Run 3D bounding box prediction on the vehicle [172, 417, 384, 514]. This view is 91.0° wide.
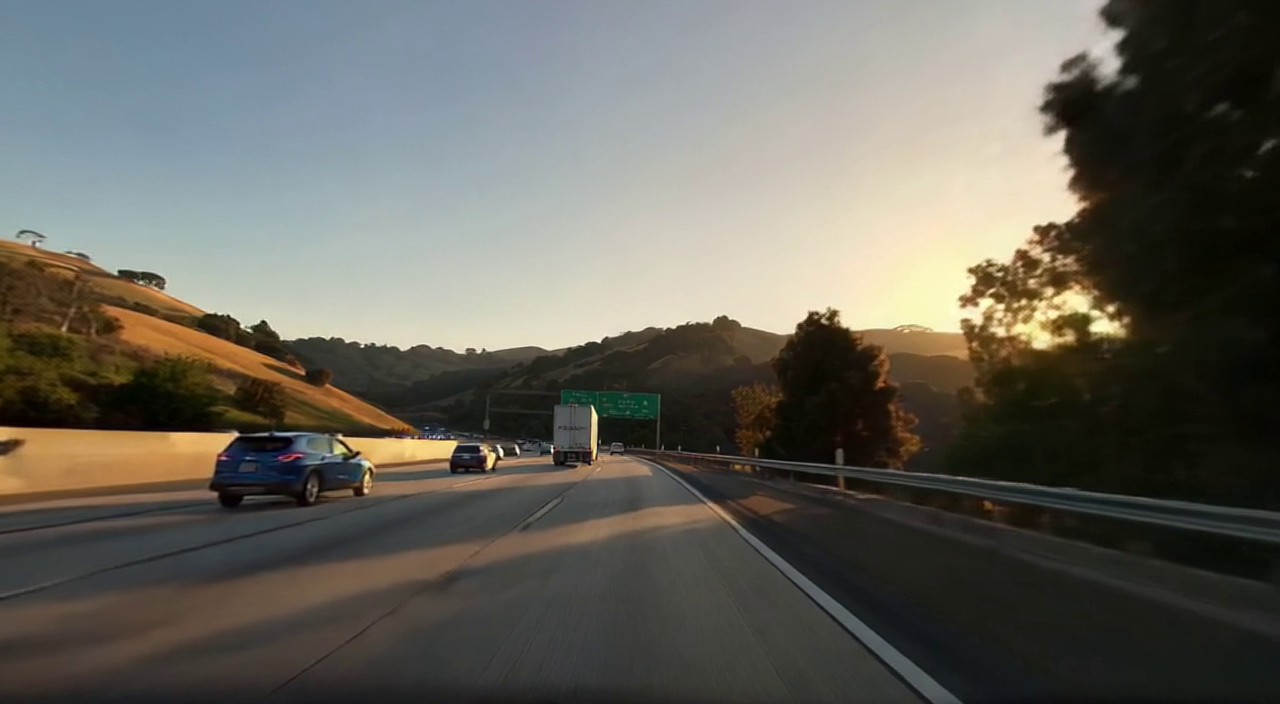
[{"bbox_3d":[-7.524,2.410,13.738,2.081,1.740,4.268,1,-9,-1],"label":"vehicle"}]

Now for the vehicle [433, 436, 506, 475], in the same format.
[{"bbox_3d":[-7.792,4.773,29.285,2.099,1.644,4.638,1,-9,-1],"label":"vehicle"}]
